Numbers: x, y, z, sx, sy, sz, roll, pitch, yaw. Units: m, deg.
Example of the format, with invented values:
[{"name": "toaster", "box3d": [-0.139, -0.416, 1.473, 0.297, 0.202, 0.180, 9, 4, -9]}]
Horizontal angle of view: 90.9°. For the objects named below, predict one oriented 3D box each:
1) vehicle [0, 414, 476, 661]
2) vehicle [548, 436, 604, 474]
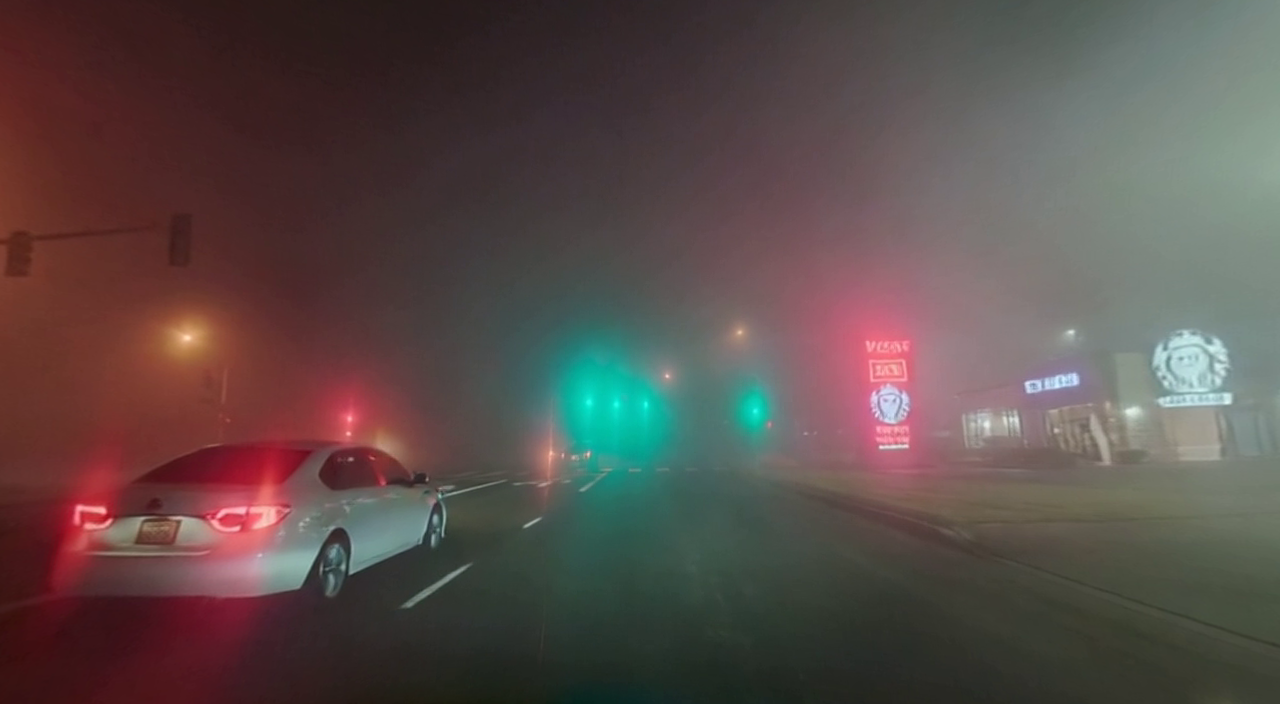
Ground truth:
[{"name": "vehicle", "box3d": [-3.203, 1.449, 6.070, 2.018, 1.477, 4.401, 0, -8, 1]}, {"name": "vehicle", "box3d": [-2.968, 4.896, 30.167, 2.109, 1.692, 4.220, 0, -8, 2]}]
